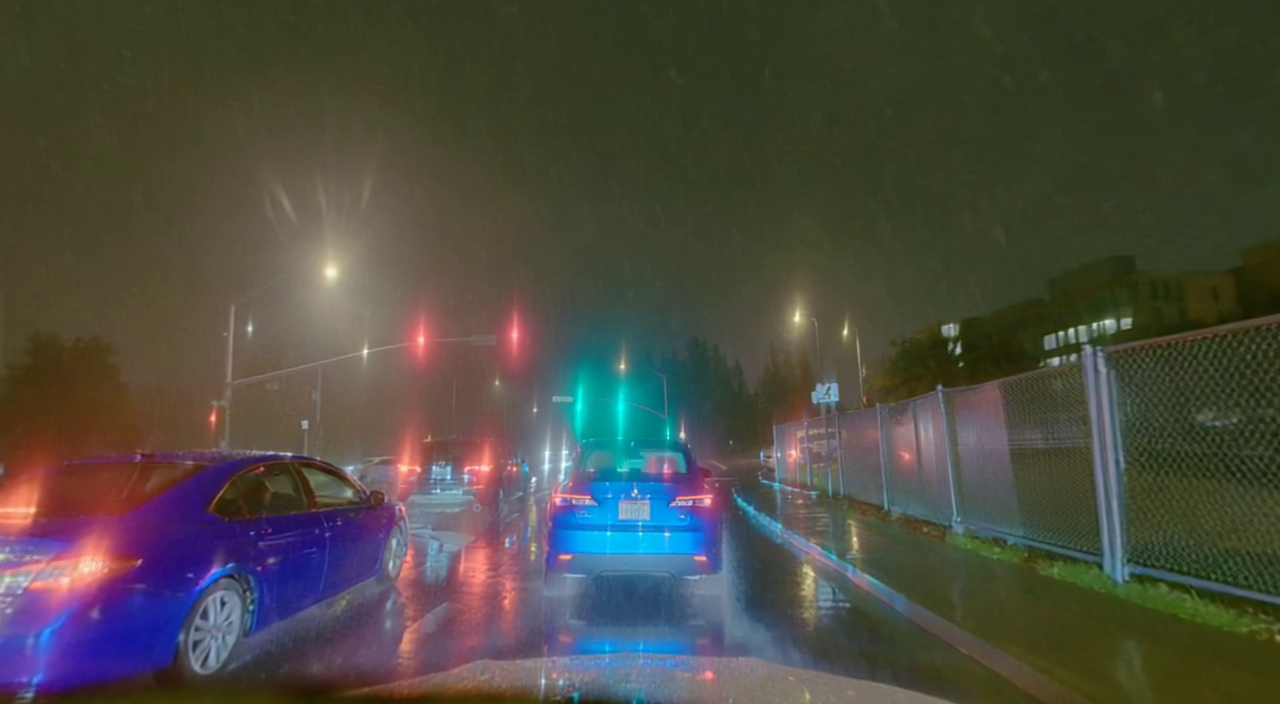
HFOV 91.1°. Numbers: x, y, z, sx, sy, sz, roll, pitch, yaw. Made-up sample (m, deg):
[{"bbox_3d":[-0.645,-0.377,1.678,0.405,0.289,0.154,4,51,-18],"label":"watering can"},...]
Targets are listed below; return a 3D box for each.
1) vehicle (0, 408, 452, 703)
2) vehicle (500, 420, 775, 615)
[{"bbox_3d":[-3.208,1.320,4.870,1.971,1.488,4.581,0,-9,1],"label":"vehicle"},{"bbox_3d":[-0.016,1.601,6.998,2.144,1.514,4.063,0,-9,0],"label":"vehicle"}]
